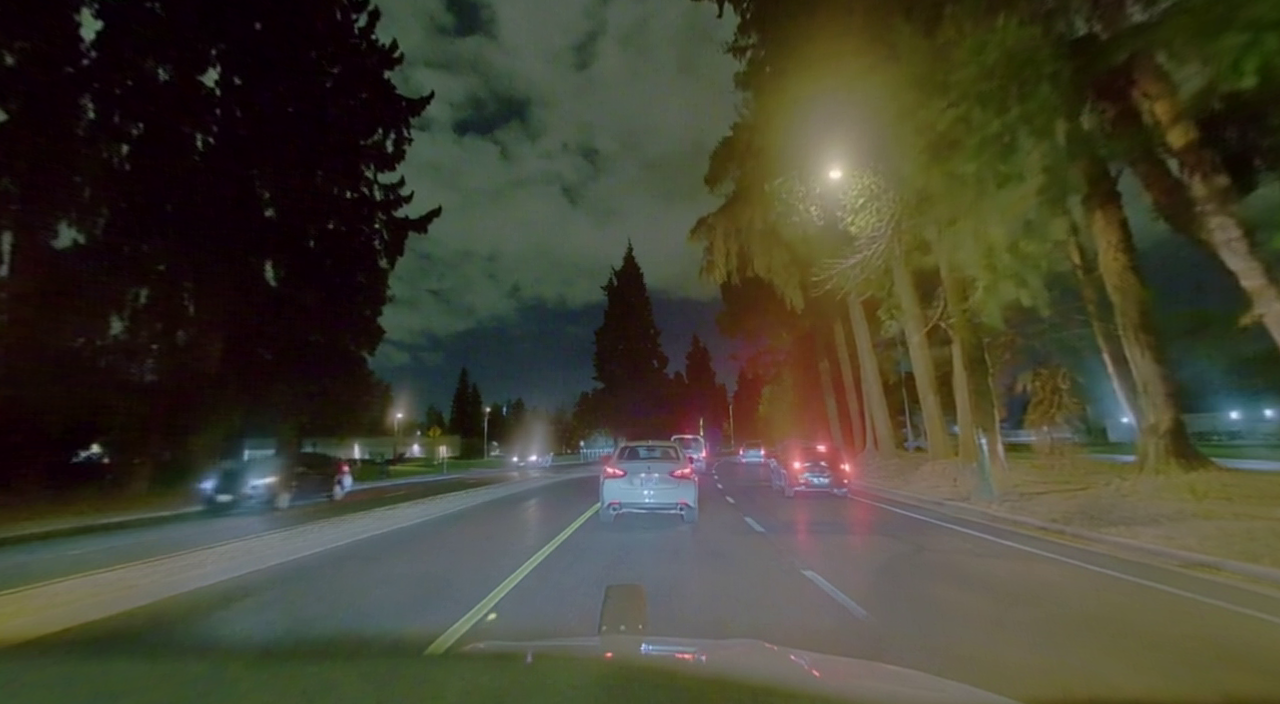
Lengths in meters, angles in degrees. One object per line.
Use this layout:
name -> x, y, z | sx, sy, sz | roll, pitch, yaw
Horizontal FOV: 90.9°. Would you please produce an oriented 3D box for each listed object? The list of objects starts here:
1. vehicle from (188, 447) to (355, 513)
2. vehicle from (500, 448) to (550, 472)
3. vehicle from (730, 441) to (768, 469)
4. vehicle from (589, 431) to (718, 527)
vehicle -> -10.762, 3.715, 18.935 | 2.068, 1.688, 4.665 | -1, -8, 2
vehicle -> -7.737, 7.333, 42.878 | 1.909, 1.468, 4.597 | -2, -8, 8
vehicle -> 6.393, 6.082, 37.435 | 1.984, 1.507, 4.359 | -1, -8, 7
vehicle -> 0.292, 2.423, 12.620 | 2.154, 1.585, 3.997 | -1, -8, 2
